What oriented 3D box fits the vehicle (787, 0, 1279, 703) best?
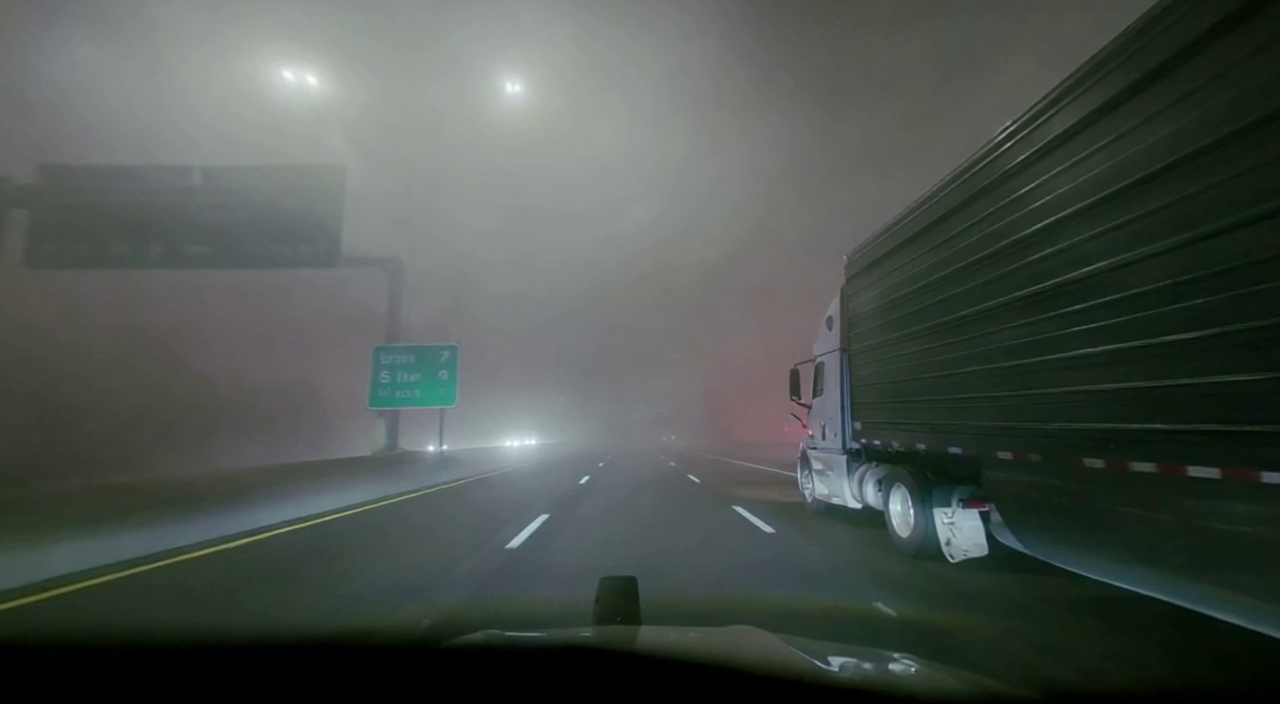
[{"bbox_3d":[4.121,-0.276,3.567,3.220,3.912,12.116,0,-8,-2],"label":"vehicle"}]
